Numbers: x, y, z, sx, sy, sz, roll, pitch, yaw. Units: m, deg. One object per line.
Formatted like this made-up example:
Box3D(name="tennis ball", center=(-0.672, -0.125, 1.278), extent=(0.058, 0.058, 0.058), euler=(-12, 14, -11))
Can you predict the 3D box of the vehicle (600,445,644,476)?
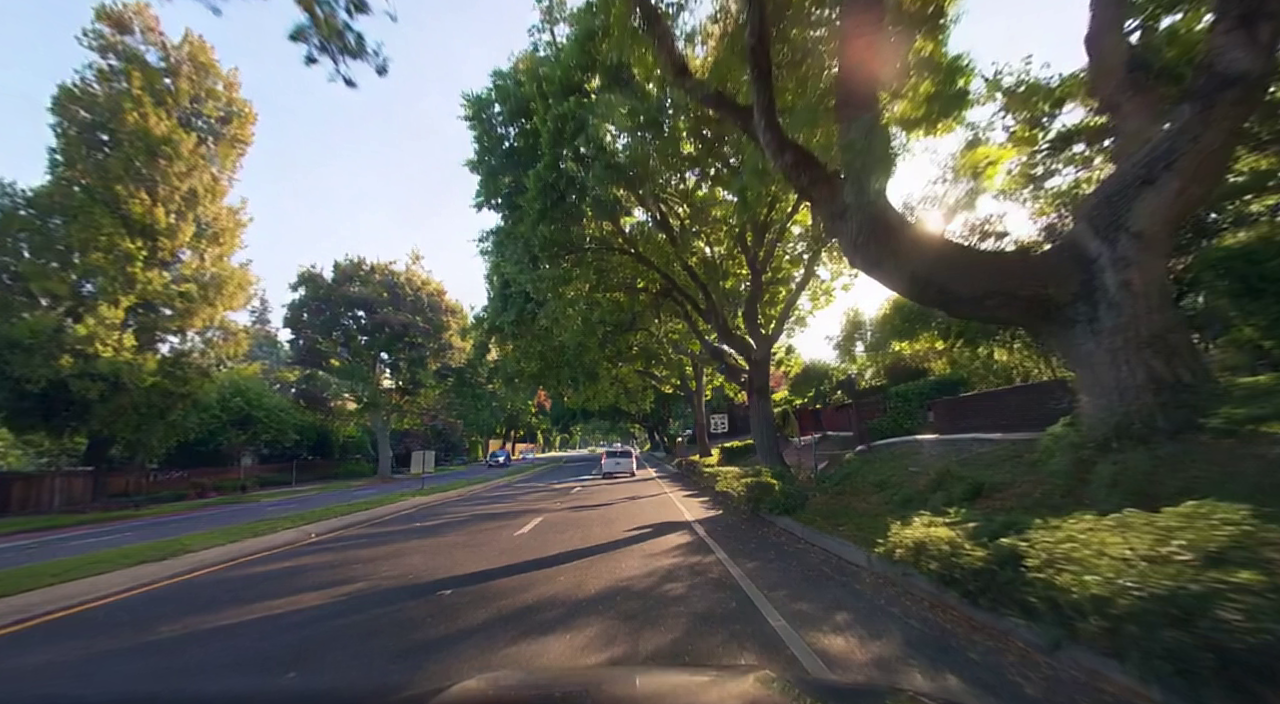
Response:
Box3D(name="vehicle", center=(-0.900, 5.539, 32.511), extent=(2.111, 1.466, 4.223), euler=(0, -9, -1))
